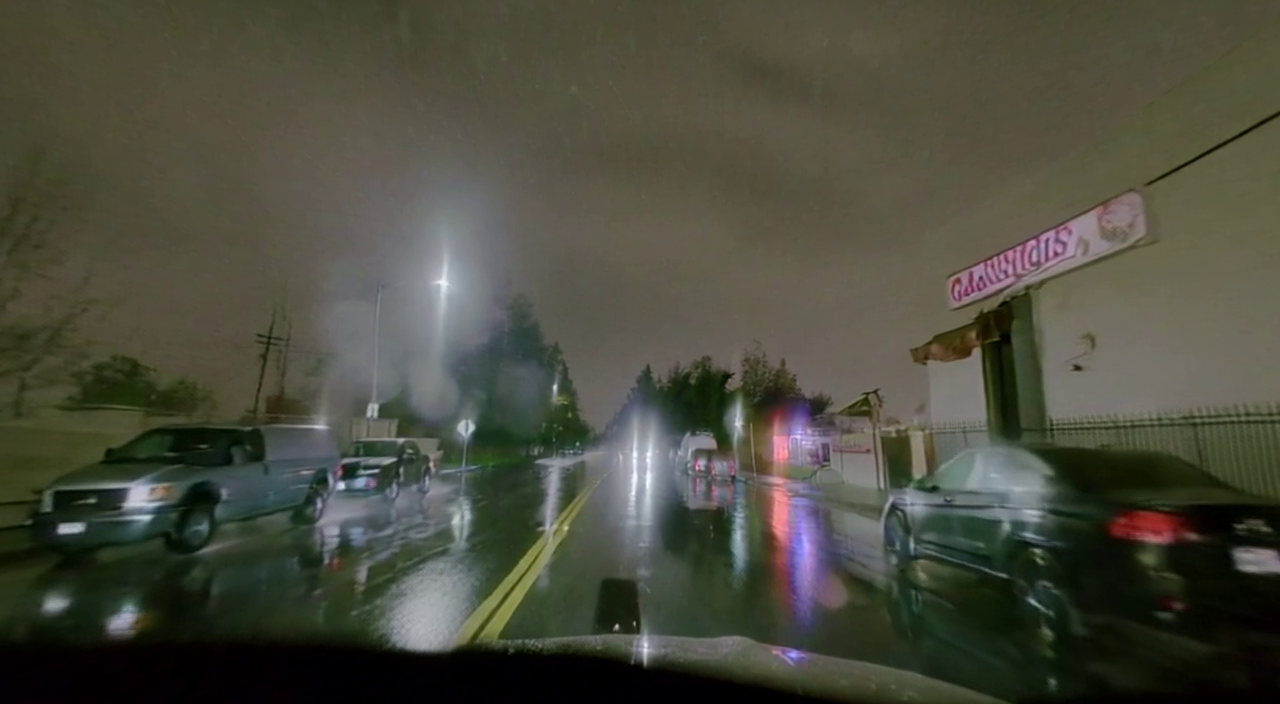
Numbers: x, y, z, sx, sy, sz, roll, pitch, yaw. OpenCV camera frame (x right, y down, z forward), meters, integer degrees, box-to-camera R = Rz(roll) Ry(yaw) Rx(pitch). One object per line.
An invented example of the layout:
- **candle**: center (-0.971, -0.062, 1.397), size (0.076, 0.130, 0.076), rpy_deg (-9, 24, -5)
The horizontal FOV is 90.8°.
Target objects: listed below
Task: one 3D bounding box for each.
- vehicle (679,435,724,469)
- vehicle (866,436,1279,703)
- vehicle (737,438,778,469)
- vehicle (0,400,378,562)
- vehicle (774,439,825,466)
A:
- **vehicle**: center (3.646, 6.058, 38.496), size (2.158, 1.900, 5.376), rpy_deg (0, -8, -1)
- **vehicle**: center (3.989, 1.543, 5.726), size (2.050, 1.475, 4.613), rpy_deg (2, -7, -2)
- **vehicle**: center (7.365, 6.449, 39.882), size (1.911, 1.685, 3.764), rpy_deg (3, -12, 0)
- **vehicle**: center (-6.845, 1.982, 10.587), size (2.504, 1.919, 5.658), rpy_deg (-1, -8, 0)
- **vehicle**: center (10.124, 6.378, 40.347), size (1.980, 1.606, 4.097), rpy_deg (1, -8, -4)
